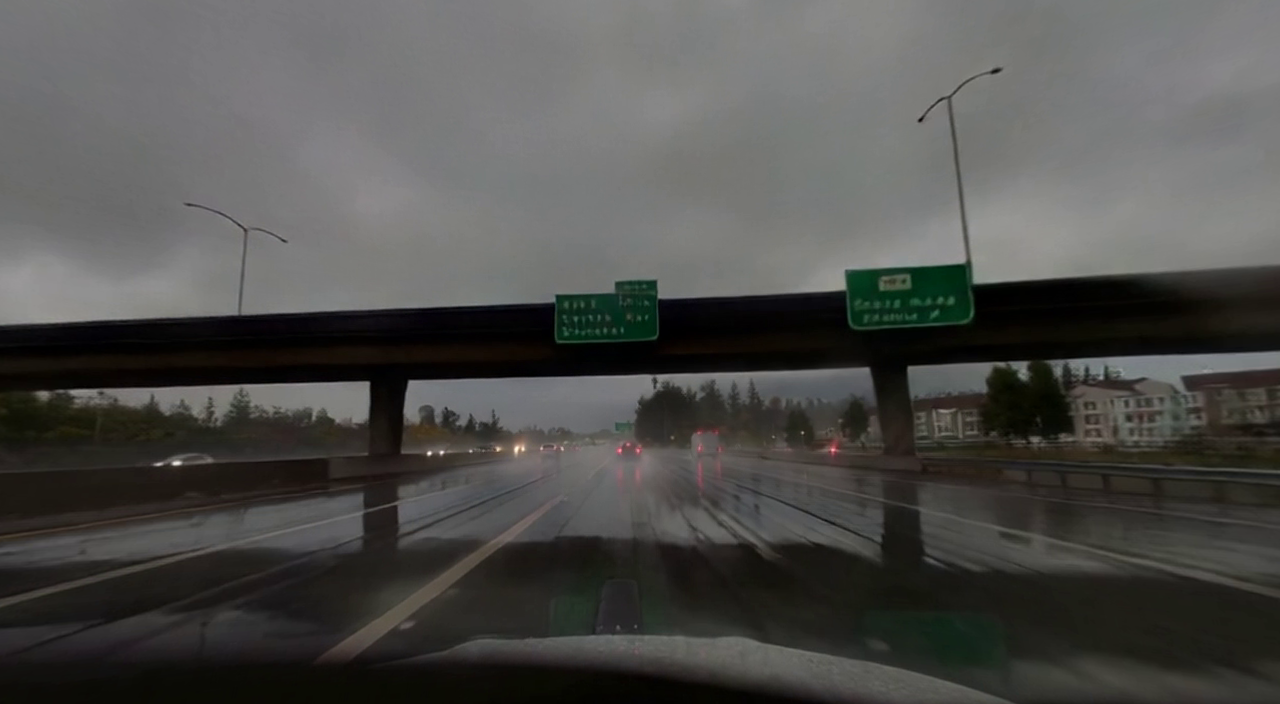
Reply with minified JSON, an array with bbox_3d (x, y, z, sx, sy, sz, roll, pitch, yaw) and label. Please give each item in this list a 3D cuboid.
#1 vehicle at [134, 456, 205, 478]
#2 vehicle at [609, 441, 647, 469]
[{"bbox_3d":[-35.922,8.793,48.406,1.887,1.475,4.752,0,-8,-2],"label":"vehicle"},{"bbox_3d":[-0.696,5.832,35.903,2.012,1.471,4.059,0,-8,-2],"label":"vehicle"}]
